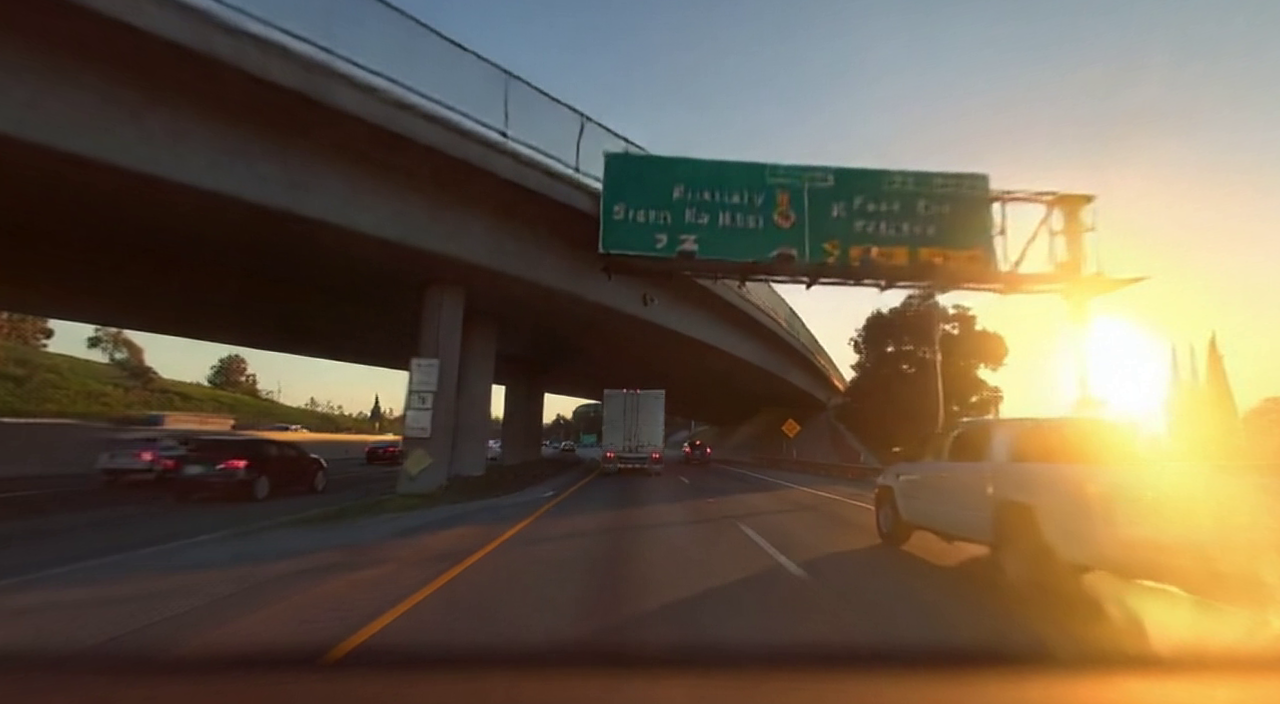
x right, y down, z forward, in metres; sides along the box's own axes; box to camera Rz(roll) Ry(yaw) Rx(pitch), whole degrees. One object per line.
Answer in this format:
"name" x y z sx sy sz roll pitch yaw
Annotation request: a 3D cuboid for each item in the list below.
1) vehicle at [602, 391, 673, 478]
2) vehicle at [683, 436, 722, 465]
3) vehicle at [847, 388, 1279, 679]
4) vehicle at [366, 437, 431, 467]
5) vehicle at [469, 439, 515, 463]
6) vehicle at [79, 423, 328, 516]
"vehicle" -0.179 4.242 31.573 2.916 3.584 10.841 0 -9 -1
"vehicle" 4.440 7.139 45.704 2.174 1.968 5.016 0 -9 -1
"vehicle" 4.074 1.458 6.372 2.189 1.709 5.131 0 -9 0
"vehicle" -13.060 5.415 34.391 1.906 1.510 4.303 0 -9 -2
"vehicle" -9.890 6.662 42.508 2.057 1.506 4.829 0 -9 -2
"vehicle" -8.510 2.327 12.971 2.006 1.562 4.475 0 -9 -2
